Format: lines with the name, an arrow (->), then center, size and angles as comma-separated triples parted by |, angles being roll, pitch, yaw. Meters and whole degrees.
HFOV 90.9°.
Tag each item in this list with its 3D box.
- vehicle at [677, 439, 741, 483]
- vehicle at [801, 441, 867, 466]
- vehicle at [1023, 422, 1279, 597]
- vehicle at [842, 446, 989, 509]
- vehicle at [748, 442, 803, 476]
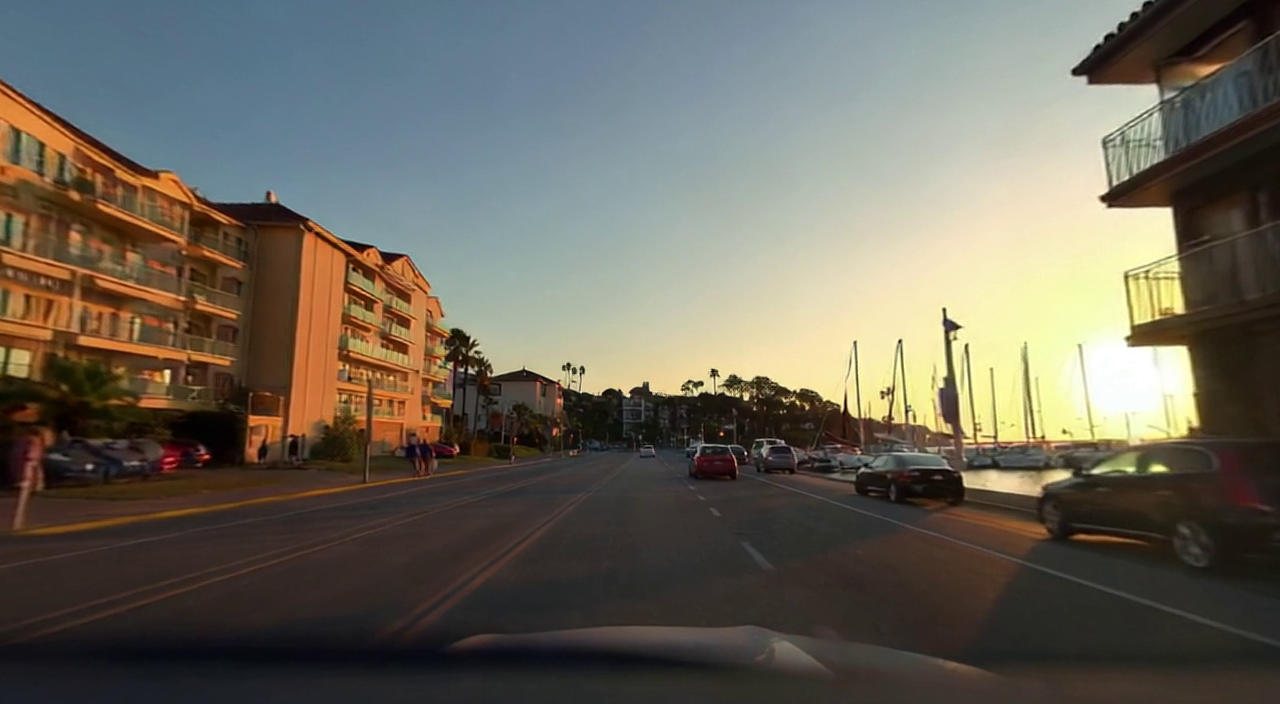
vehicle -> 2.713, 4.405, 25.787 | 2.047, 1.640, 4.051 | 0, -9, -1
vehicle -> 14.845, 7.762, 48.413 | 4.406, 1.783, 2.020 | 2, -8, -4
vehicle -> 7.370, 1.861, 8.239 | 1.901, 1.726, 4.517 | -1, -9, 1
vehicle -> 7.502, 3.432, 17.739 | 2.112, 1.514, 4.371 | 0, -9, -1
vehicle -> 7.501, 5.946, 35.394 | 2.029, 1.750, 4.825 | 0, -9, 0
